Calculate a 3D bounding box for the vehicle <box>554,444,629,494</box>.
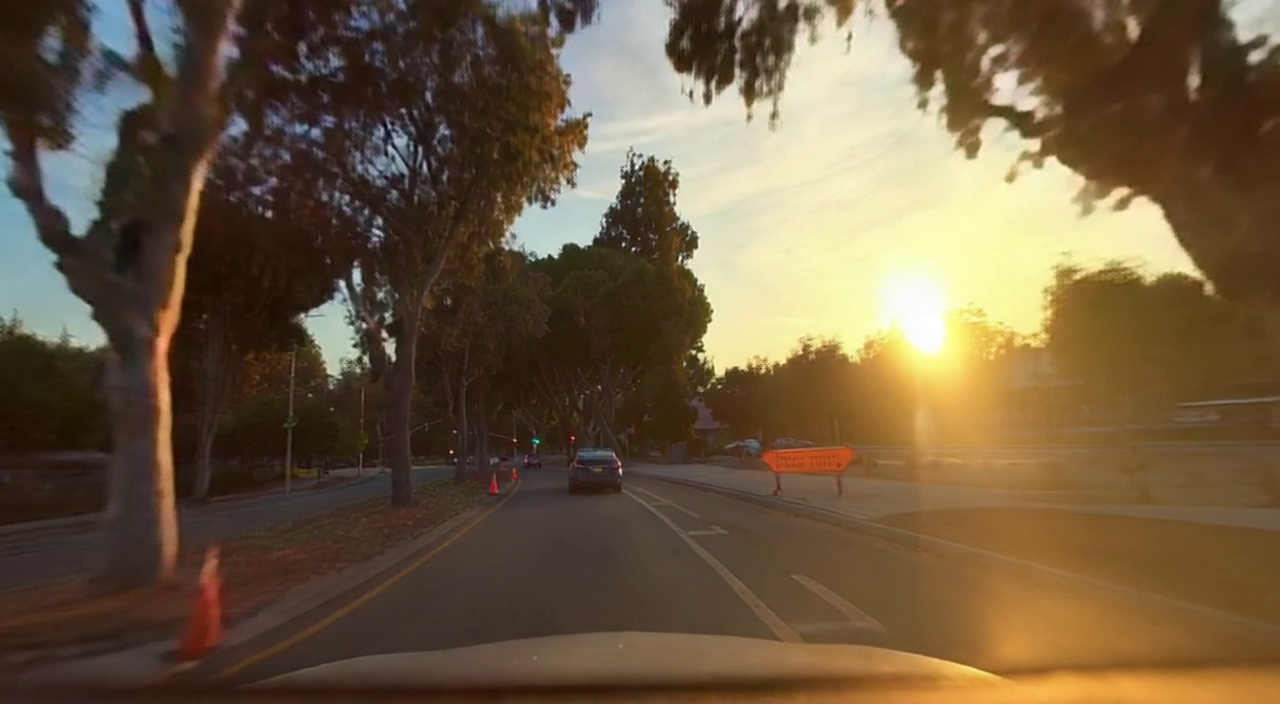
[{"bbox_3d":[-1.803,3.965,21.882,2.266,1.508,4.430,1,-9,-9],"label":"vehicle"}]
